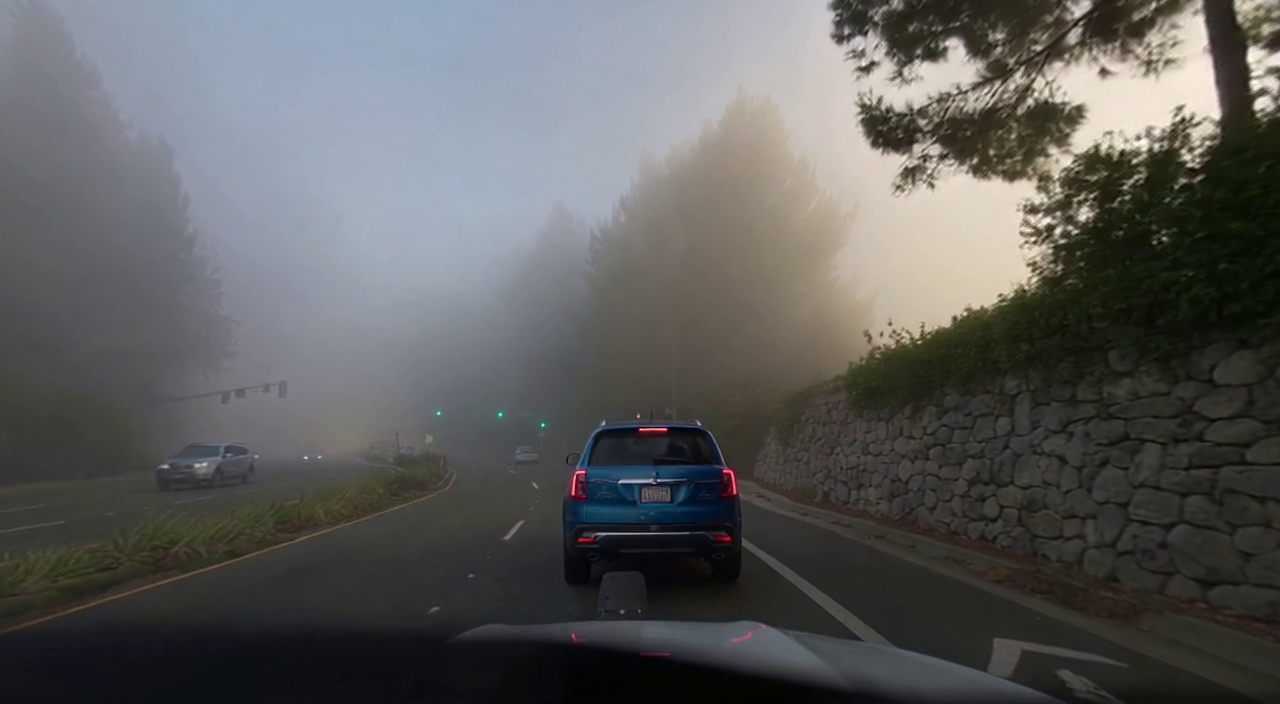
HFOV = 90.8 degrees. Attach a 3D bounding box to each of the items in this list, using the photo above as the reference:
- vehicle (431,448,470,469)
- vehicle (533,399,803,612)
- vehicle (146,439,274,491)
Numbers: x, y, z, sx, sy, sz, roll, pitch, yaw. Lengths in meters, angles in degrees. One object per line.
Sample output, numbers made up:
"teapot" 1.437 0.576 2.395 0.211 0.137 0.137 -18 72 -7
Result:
"vehicle" -14.286 7.972 47.440 2.023 1.474 4.286 4 -10 -27
"vehicle" 0.066 1.603 7.543 2.287 1.762 4.269 1 -9 -5
"vehicle" -15.611 4.104 23.320 2.317 1.695 4.538 2 -9 -13
